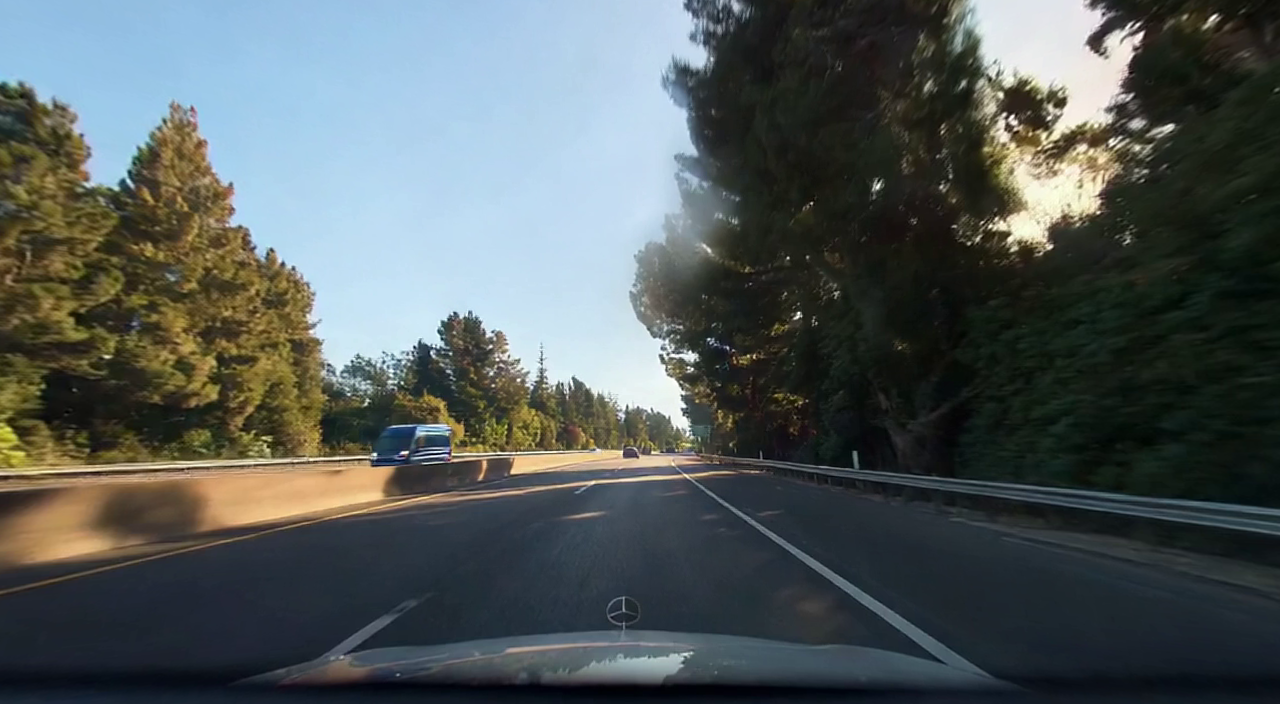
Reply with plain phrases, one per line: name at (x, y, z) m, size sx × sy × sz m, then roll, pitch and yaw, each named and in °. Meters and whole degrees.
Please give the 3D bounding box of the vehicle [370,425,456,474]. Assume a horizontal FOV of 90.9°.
vehicle at (-12.149, 5.295, 34.283) m, size 2.429 × 2.449 × 5.734 m, roll 0°, pitch -9°, yaw 1°
